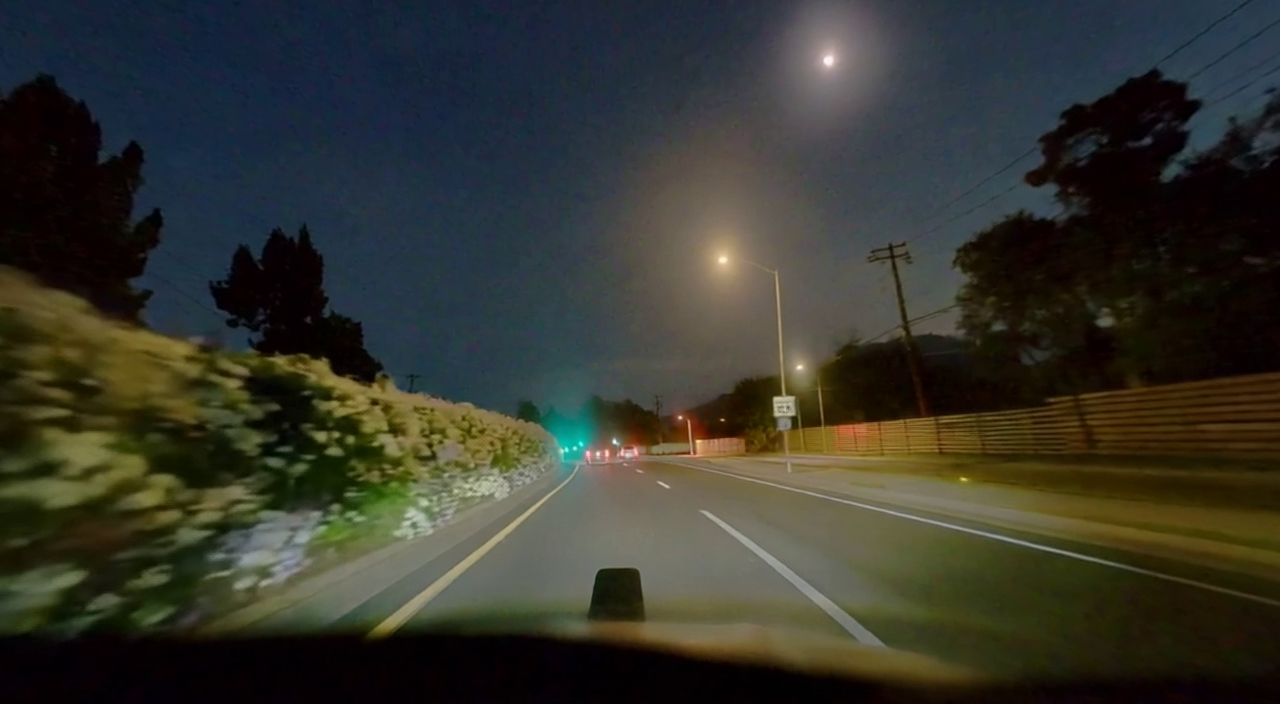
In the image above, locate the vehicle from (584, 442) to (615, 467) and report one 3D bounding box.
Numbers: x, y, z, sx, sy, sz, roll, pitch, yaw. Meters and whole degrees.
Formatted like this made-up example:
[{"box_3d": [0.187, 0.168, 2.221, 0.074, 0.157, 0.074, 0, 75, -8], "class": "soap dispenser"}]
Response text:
[{"box_3d": [-2.922, 7.240, 44.621, 2.005, 1.633, 4.044, 1, -9, -5], "class": "vehicle"}]
